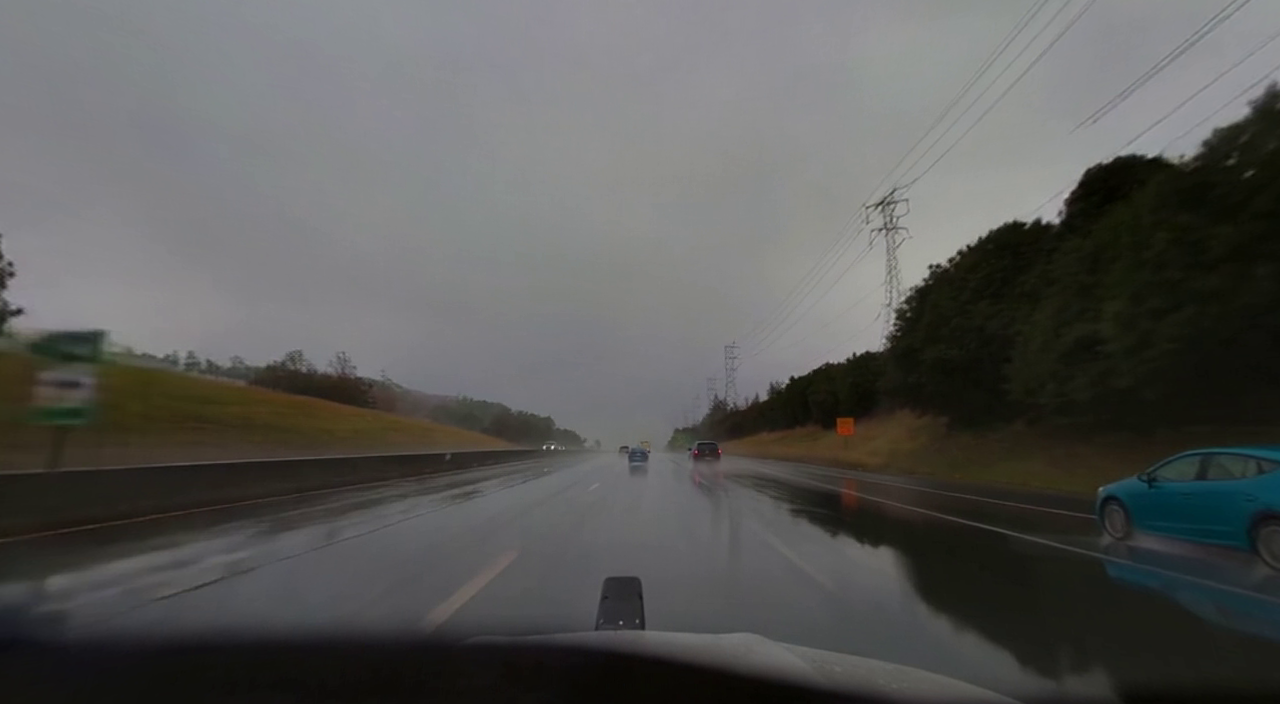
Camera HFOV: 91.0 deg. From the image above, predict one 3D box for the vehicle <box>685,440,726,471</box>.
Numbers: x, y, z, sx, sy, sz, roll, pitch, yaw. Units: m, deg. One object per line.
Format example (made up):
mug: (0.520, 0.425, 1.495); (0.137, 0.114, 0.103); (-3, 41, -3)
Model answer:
vehicle: (4.007, 6.450, 39.327); (2.159, 1.782, 4.673); (0, -8, 2)

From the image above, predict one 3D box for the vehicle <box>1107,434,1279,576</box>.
vehicle: (8.032, 1.708, 7.022); (1.970, 1.545, 4.818); (1, -8, 0)
